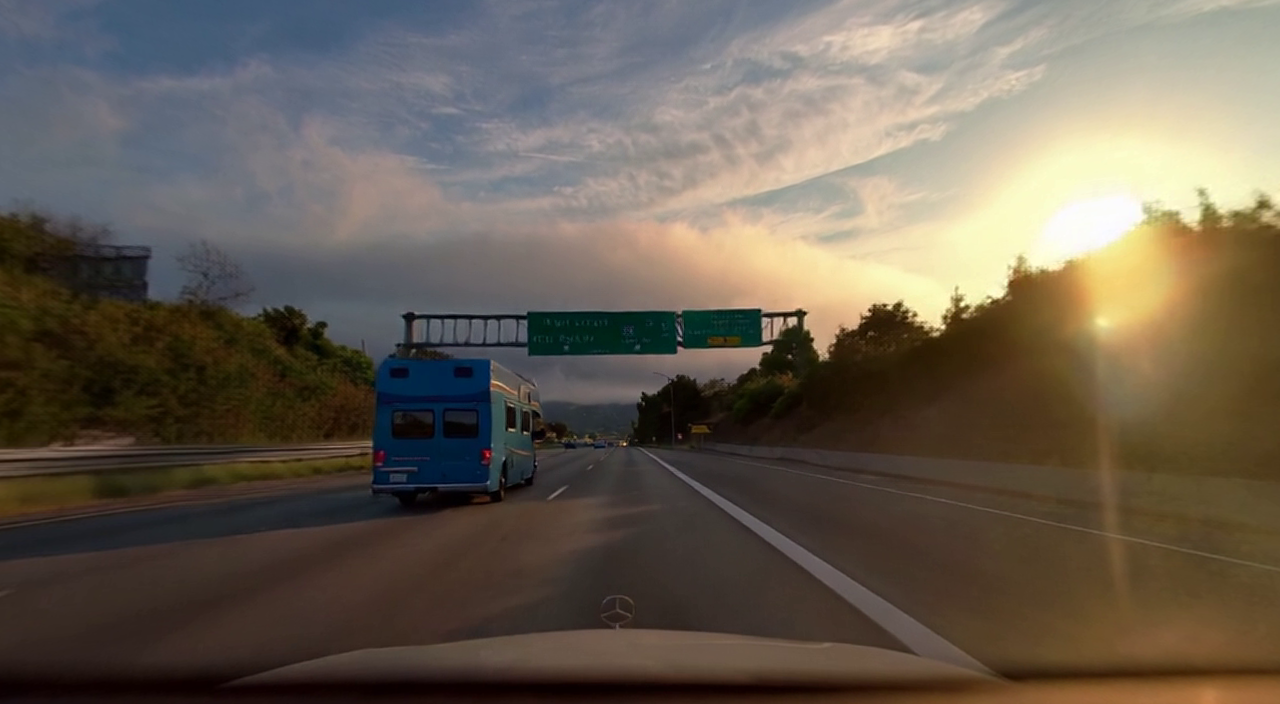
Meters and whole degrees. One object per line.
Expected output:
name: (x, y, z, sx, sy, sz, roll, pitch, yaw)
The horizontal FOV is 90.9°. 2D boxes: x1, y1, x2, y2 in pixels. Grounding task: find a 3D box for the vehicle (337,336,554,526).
vehicle: (-3.891, 1.819, 14.729, 2.676, 3.269, 7.388, -1, -7, 1)
